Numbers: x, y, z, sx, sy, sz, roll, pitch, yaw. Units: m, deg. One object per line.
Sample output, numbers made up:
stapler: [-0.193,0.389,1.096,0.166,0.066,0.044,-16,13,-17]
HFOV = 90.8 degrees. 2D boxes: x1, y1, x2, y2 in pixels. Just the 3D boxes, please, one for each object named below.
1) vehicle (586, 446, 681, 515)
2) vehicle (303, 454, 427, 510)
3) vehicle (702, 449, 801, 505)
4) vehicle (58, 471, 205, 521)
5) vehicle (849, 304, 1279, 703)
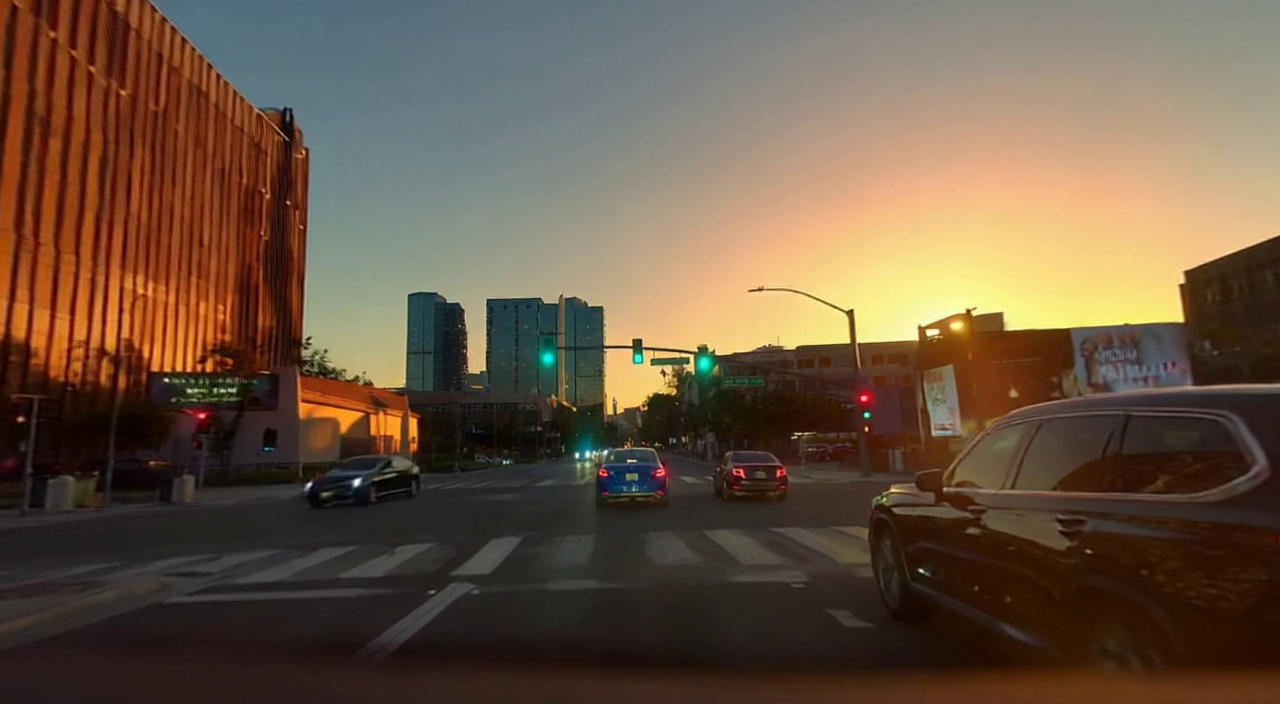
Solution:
vehicle: [-0.210,3.133,15.943,2.095,1.502,3.873,0,-8,-2]
vehicle: [-8.727,4.123,20.563,1.879,1.510,4.619,0,-8,1]
vehicle: [3.137,3.606,18.780,2.009,1.414,4.416,0,-8,-2]
vehicle: [-19.194,5.410,24.178,1.942,1.453,4.448,0,-8,0]
vehicle: [2.974,0.987,3.533,2.047,1.785,4.357,0,-8,-1]
